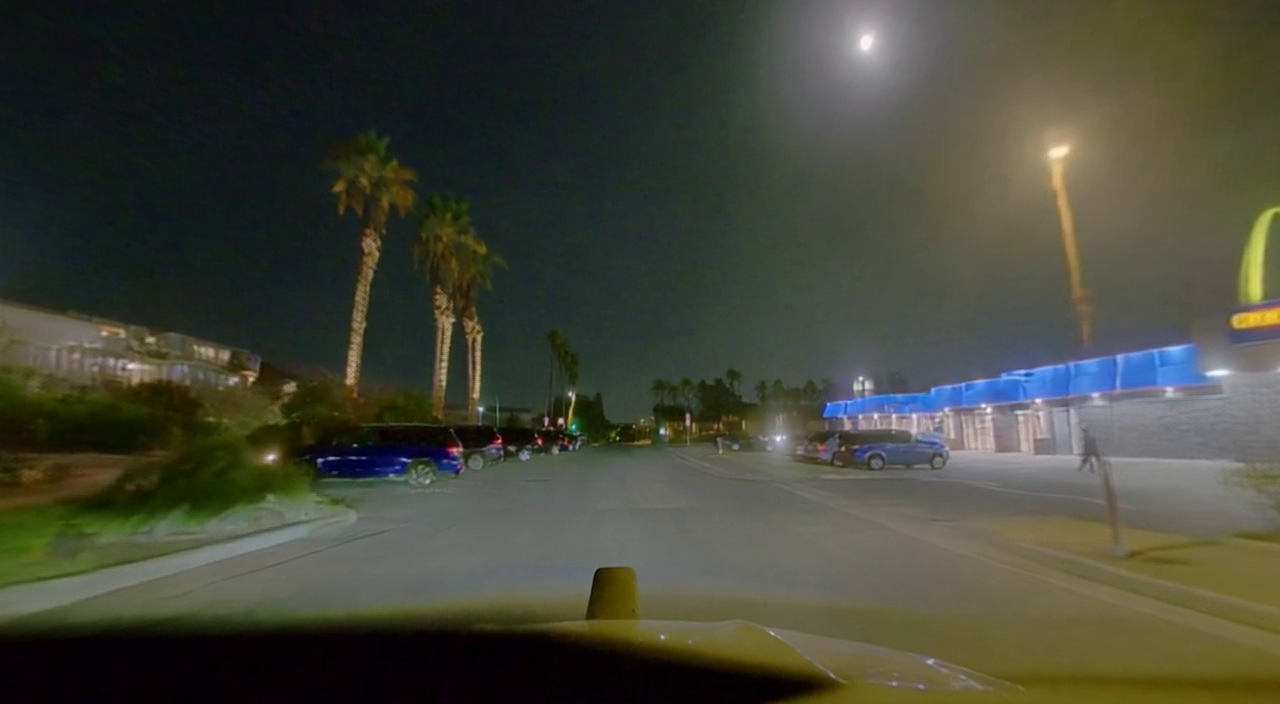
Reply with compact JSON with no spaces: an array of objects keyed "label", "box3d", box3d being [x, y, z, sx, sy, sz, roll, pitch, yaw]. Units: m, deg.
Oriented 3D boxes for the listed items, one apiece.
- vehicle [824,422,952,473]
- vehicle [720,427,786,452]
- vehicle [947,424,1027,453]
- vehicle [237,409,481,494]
[{"label":"vehicle","box3d":[9.453,3.620,24.058,4.509,1.759,2.077,5,-10,-30]},{"label":"vehicle","box3d":[8.806,6.868,49.257,4.758,1.759,2.068,6,-11,-28]},{"label":"vehicle","box3d":[21.340,5.341,38.940,4.120,1.659,1.894,-5,-10,28]},{"label":"vehicle","box3d":[-6.940,2.482,15.912,5.210,1.834,2.281,5,-10,-30]}]
